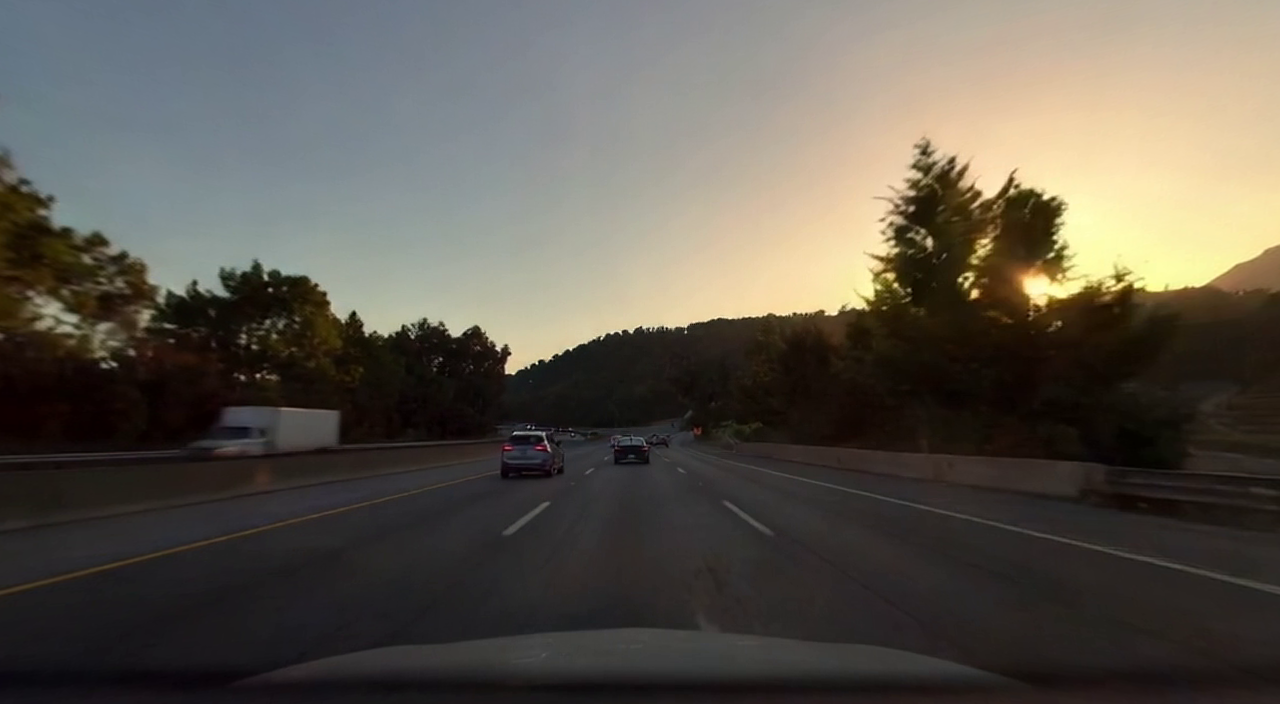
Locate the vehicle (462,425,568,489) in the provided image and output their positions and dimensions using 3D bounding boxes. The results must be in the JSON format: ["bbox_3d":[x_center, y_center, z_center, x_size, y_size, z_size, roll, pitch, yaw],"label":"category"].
[{"bbox_3d":[-3.633,3.158,19.268,2.264,1.699,4.648,0,-8,0],"label":"vehicle"}]

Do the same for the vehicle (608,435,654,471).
[{"bbox_3d":[-0.435,4.782,30.091,2.048,1.563,4.087,0,-8,-1],"label":"vehicle"}]
